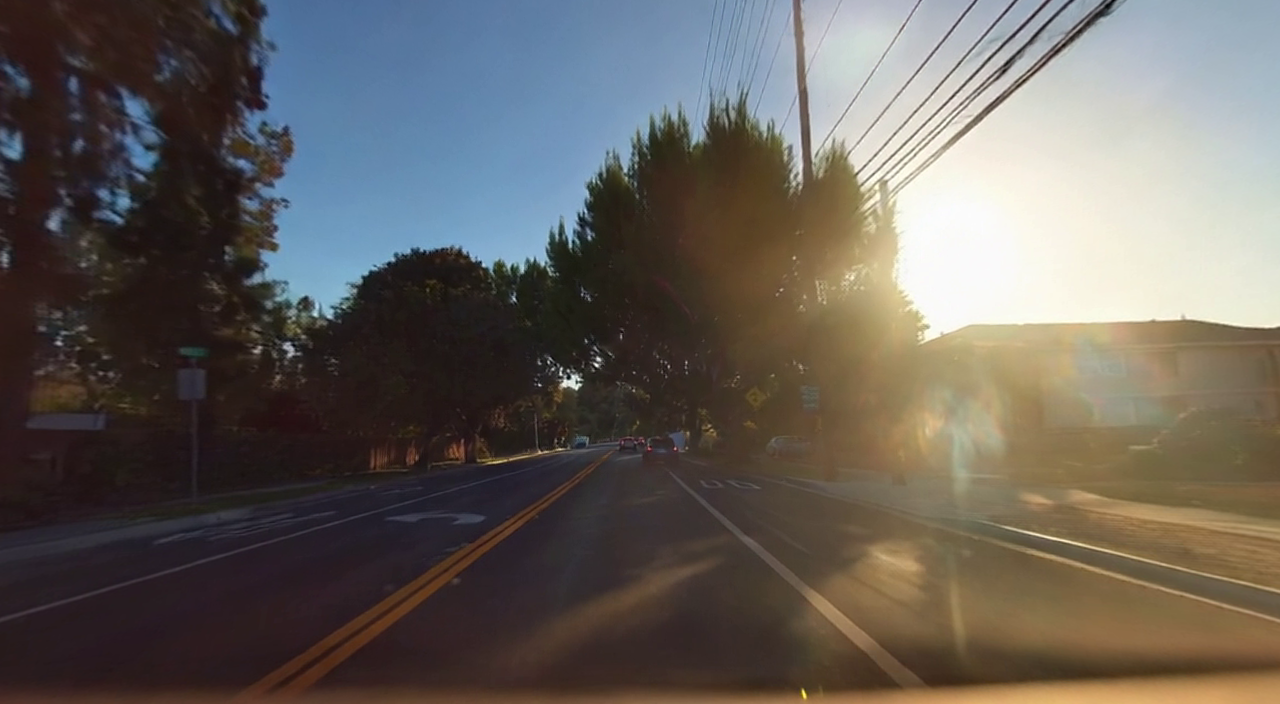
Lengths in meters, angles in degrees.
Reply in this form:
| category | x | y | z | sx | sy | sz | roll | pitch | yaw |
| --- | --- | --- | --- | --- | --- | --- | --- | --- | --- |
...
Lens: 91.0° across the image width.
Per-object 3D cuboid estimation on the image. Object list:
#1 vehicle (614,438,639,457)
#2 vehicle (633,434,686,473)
| category | x | y | z | sx | sy | sz | roll | pitch | yaw |
| --- | --- | --- | --- | --- | --- | --- | --- | --- | --- |
| vehicle | -1.017 | 7.496 | 49.431 | 1.927 | 1.453 | 3.848 | 0 | -8 | 0 |
| vehicle | 0.748 | 4.298 | 26.828 | 1.975 | 1.497 | 3.647 | 1 | -8 | -3 |
